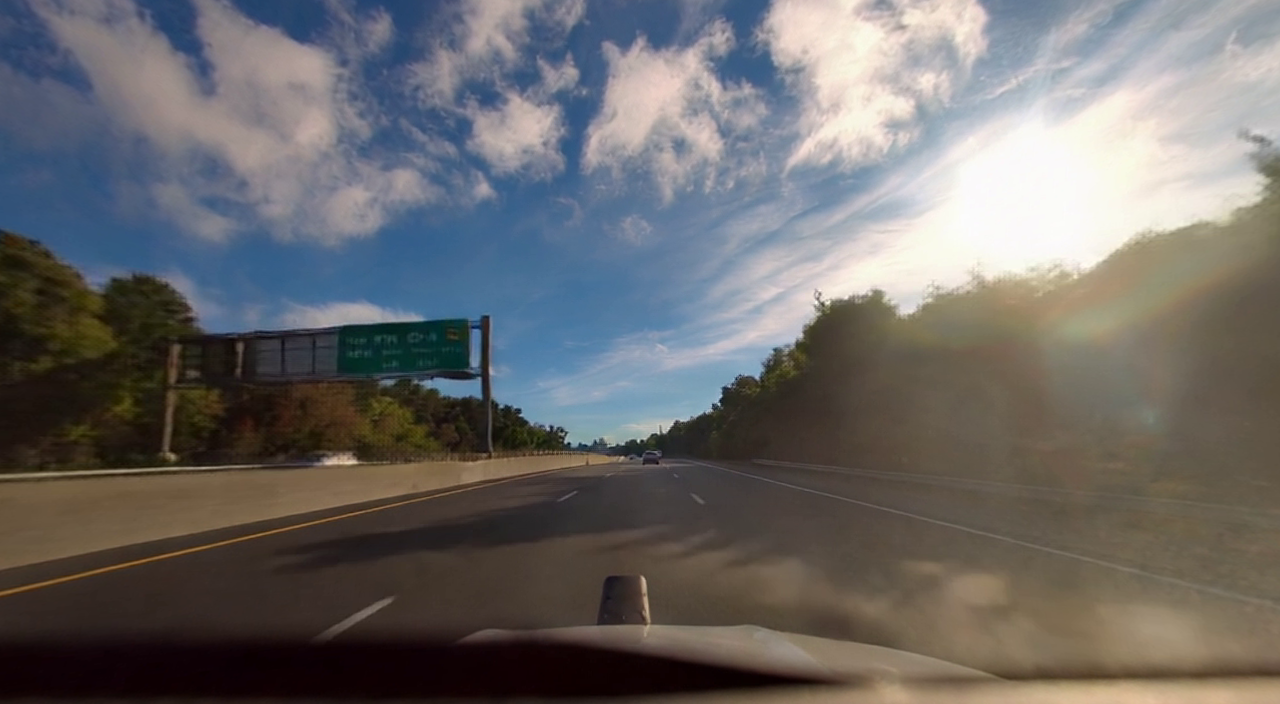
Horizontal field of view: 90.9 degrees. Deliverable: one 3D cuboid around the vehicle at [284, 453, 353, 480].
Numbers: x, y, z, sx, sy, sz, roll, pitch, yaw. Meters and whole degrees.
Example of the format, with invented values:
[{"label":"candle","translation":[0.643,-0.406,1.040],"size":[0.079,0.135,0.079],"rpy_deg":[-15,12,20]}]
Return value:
[{"label":"vehicle","translation":[-18.859,6.714,37.202],"size":[1.753,1.465,4.450],"rpy_deg":[0,-9,0]}]
